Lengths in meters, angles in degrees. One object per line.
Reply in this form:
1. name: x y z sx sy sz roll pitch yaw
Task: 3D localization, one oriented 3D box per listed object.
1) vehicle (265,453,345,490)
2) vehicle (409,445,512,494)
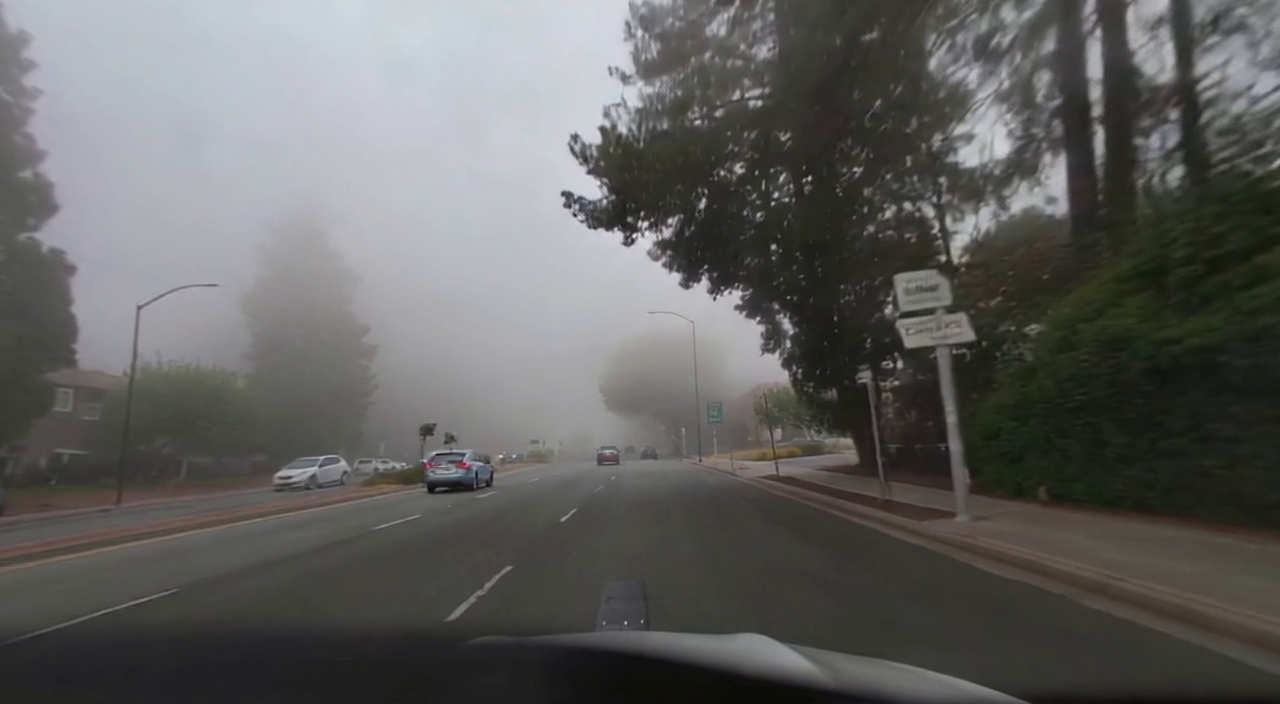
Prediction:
1. vehicle: -17.408 6.190 33.034 1.800 1.736 4.287 -1 -9 0
2. vehicle: -5.740 3.803 20.814 2.072 1.427 4.328 -1 -9 1
